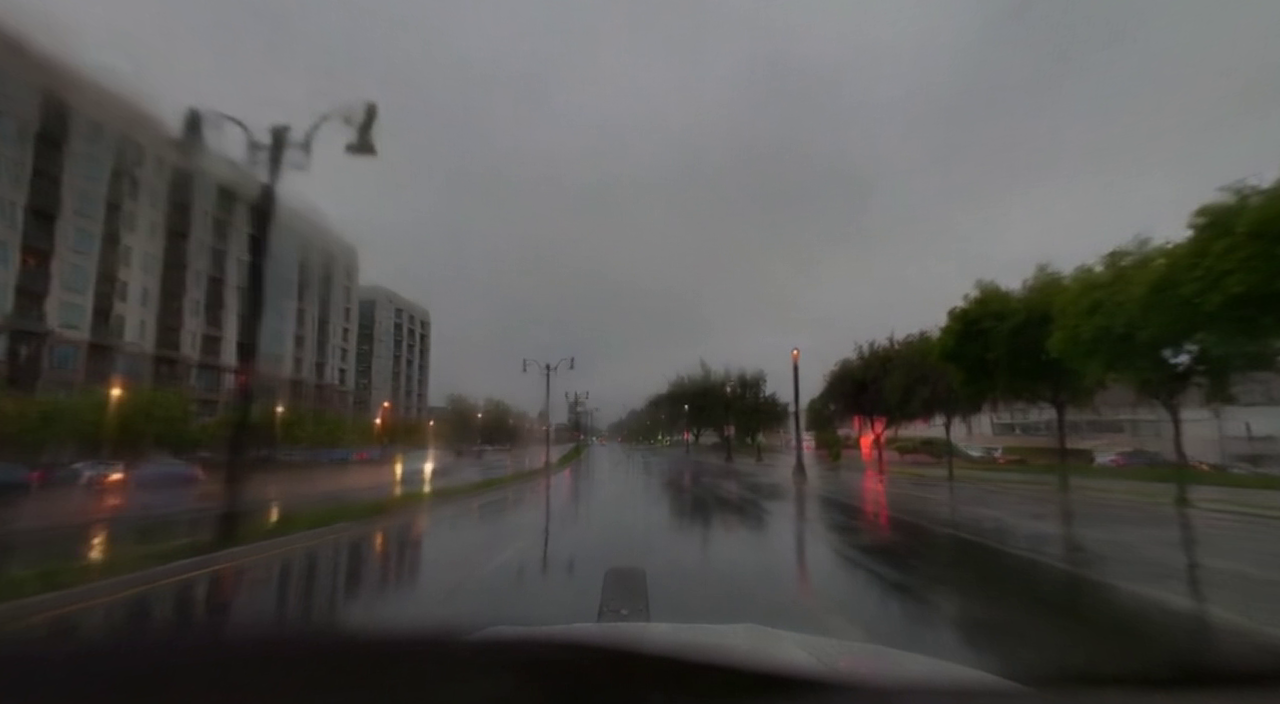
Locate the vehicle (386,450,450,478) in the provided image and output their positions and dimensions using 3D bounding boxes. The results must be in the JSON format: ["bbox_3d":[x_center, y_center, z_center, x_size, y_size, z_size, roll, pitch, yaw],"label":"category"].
[{"bbox_3d":[-12.486,6.306,35.758,1.811,1.433,4.387,-1,-9,4],"label":"vehicle"}]

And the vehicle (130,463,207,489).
[{"bbox_3d":[-28.937,7.623,38.806,1.629,1.411,3.897,-1,-9,2],"label":"vehicle"}]

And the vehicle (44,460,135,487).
[{"bbox_3d":[-34.474,7.589,39.570,3.844,1.533,1.734,4,-10,-26],"label":"vehicle"}]
